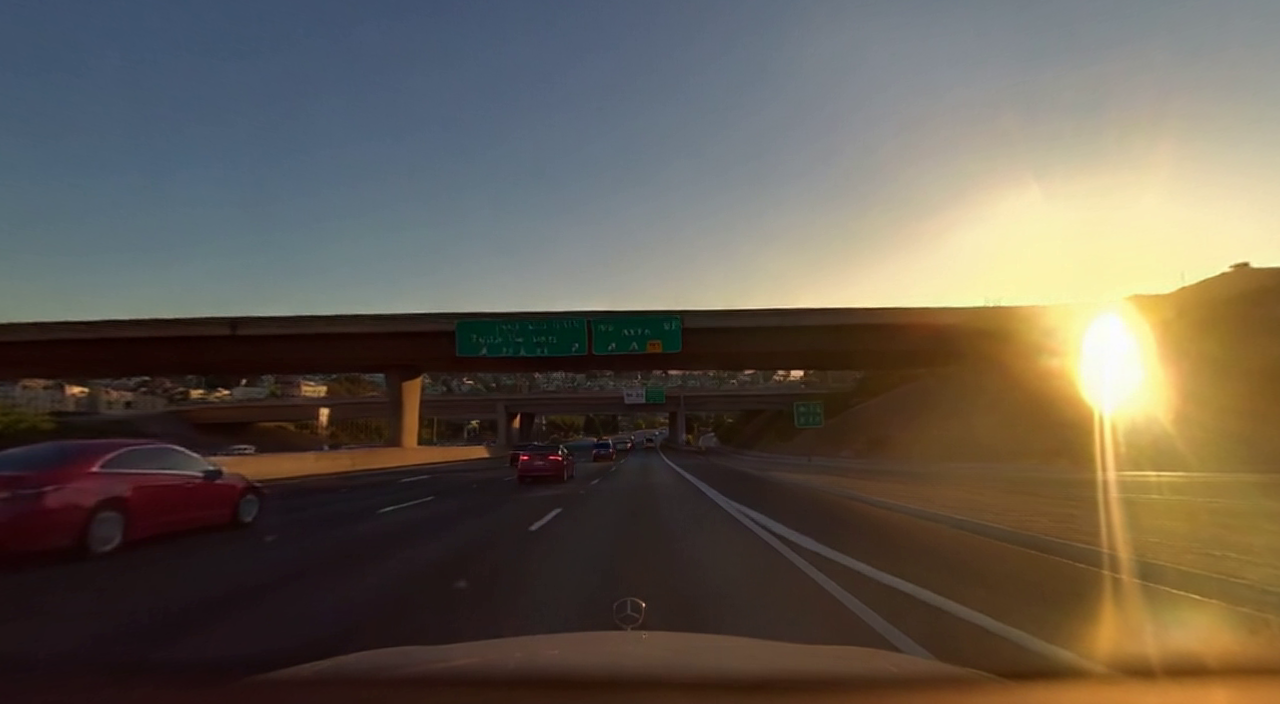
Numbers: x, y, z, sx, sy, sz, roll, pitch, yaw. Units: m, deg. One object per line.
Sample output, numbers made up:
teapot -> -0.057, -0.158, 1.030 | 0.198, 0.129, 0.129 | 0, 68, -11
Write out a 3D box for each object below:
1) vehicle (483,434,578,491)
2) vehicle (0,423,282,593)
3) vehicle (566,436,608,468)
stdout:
vehicle -> -3.420, 3.564, 20.714 | 2.210, 1.628, 4.586 | 0, -8, 1
vehicle -> -6.905, 1.737, 7.798 | 2.069, 1.551, 4.830 | 0, -8, 1
vehicle -> -3.172, 6.112, 38.562 | 2.080, 1.811, 4.644 | 0, -8, 1
